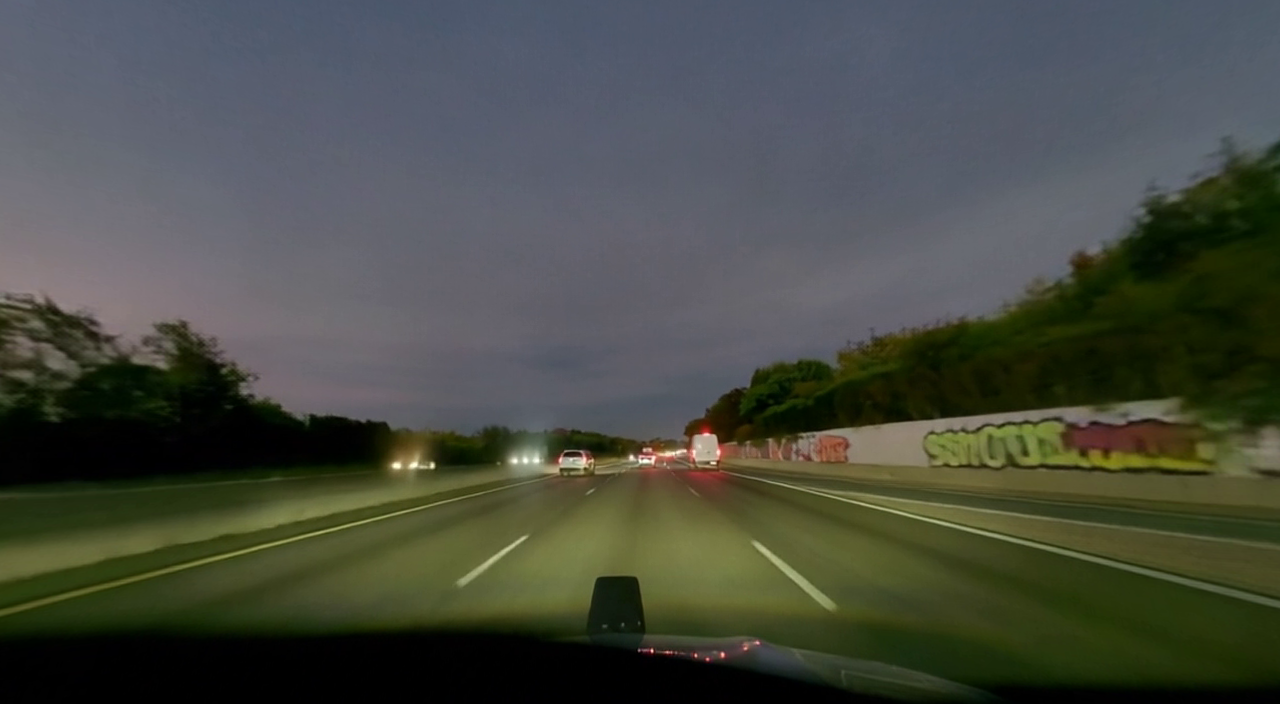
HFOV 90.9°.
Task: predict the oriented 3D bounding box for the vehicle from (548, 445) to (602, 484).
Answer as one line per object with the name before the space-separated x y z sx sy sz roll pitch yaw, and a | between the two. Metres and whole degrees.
vehicle | -2.899 5.137 29.082 1.964 1.618 4.489 0 -9 1

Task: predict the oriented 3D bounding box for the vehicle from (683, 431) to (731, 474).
vehicle | 4.288 6.586 41.241 2.469 2.591 5.653 0 -9 0

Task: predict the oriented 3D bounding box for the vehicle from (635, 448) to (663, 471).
vehicle | 0.697 8.402 49.396 2.108 1.663 3.159 0 -9 1
